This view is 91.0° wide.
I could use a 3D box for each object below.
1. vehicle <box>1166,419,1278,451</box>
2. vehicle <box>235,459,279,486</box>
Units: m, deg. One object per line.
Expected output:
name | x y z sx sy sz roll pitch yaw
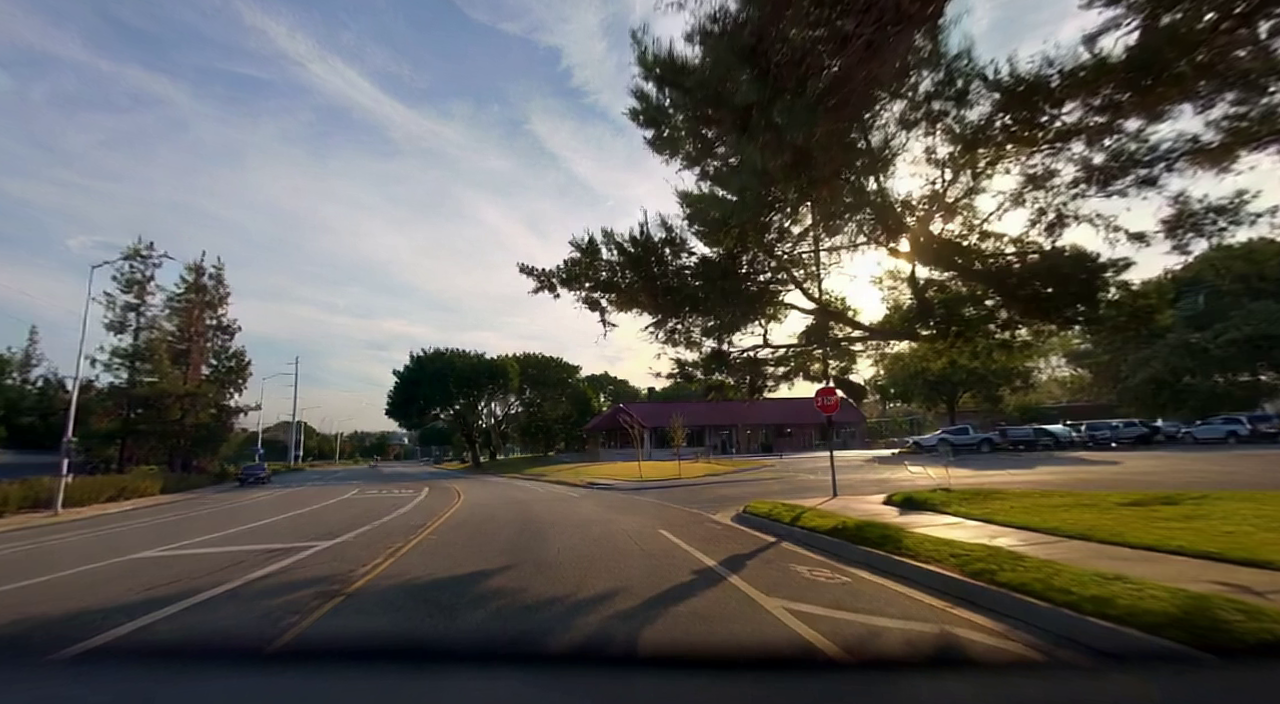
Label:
vehicle | 34.954 5.070 37.950 1.811 1.793 4.479 5 -10 -30
vehicle | -26.108 8.230 43.030 1.952 1.632 4.200 1 -11 -23
